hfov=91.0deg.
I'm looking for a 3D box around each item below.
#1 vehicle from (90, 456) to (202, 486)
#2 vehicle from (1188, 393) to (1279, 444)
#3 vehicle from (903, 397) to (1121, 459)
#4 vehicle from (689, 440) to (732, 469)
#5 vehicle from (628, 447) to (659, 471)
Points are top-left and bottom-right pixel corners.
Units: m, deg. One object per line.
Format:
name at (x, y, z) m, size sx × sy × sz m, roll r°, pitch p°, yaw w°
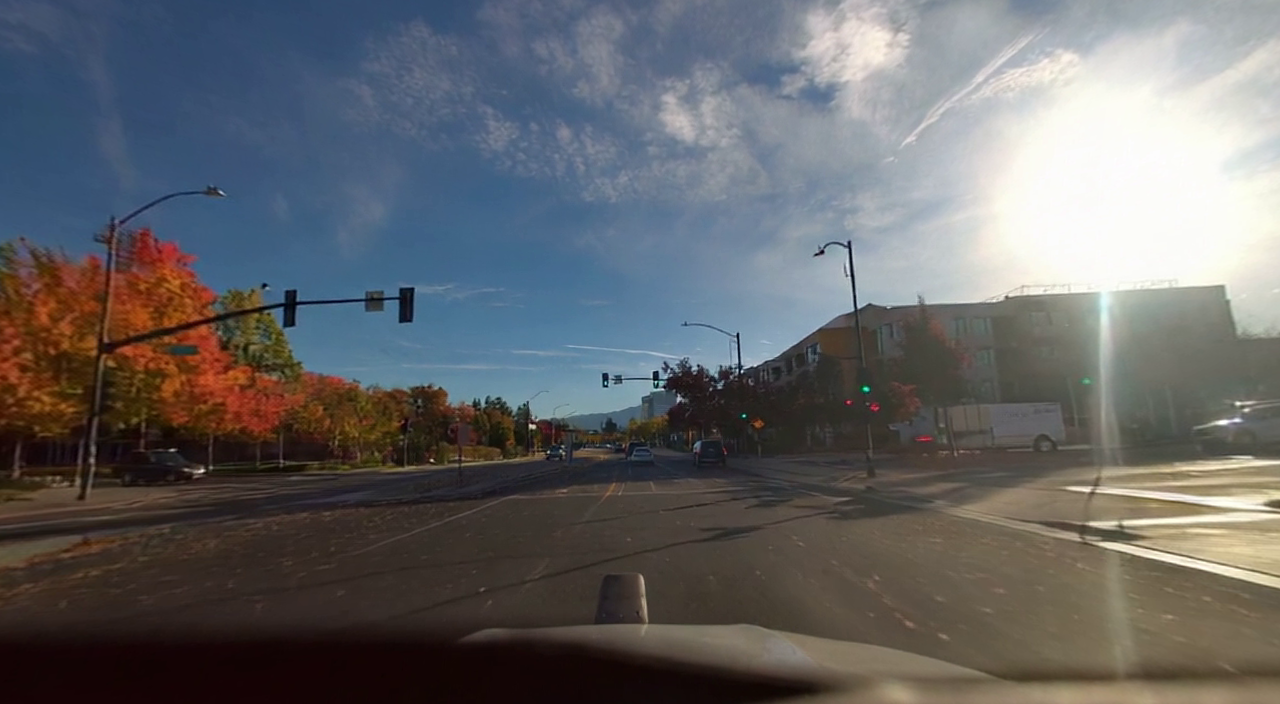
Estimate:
vehicle at (-26.851, 6.453, 34.308) m, size 4.500 × 1.555 × 1.913 m, roll 0°, pitch -9°, yaw 3°
vehicle at (23.340, 2.505, 23.284) m, size 1.887 × 1.635 × 4.695 m, roll 1°, pitch -9°, yaw 0°
vehicle at (22.184, 4.640, 38.211) m, size 10.893 × 3.534 × 3.195 m, roll 0°, pitch -9°, yaw 4°
vehicle at (4.552, 6.735, 41.447) m, size 2.174 × 1.749 × 4.739 m, roll 0°, pitch -9°, yaw -2°
vehicle at (0.241, 7.269, 42.960) m, size 2.014 × 1.525 × 4.197 m, roll 0°, pitch -9°, yaw 0°
